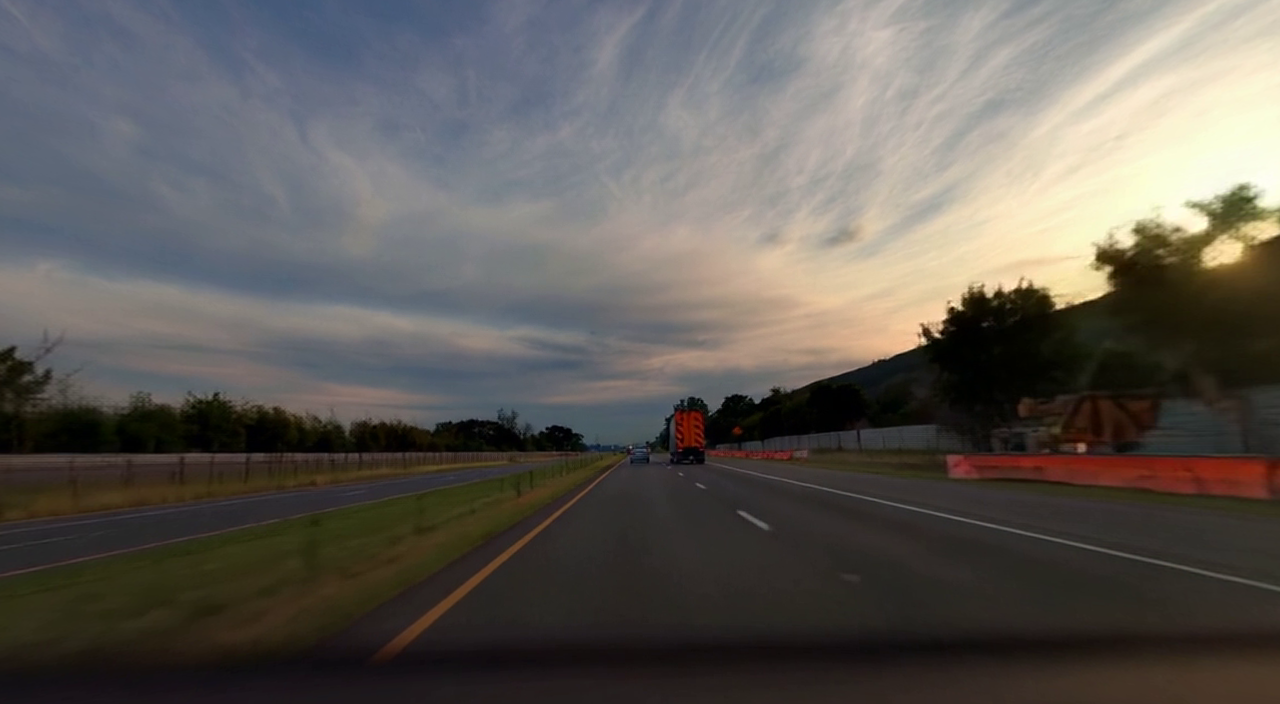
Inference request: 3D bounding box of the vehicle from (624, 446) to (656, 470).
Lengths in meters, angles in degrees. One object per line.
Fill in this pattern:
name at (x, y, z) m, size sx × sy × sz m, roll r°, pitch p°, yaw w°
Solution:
vehicle at (-0.023, 7.228, 43.136) m, size 2.065 × 1.573 × 3.734 m, roll 0°, pitch -9°, yaw 0°
